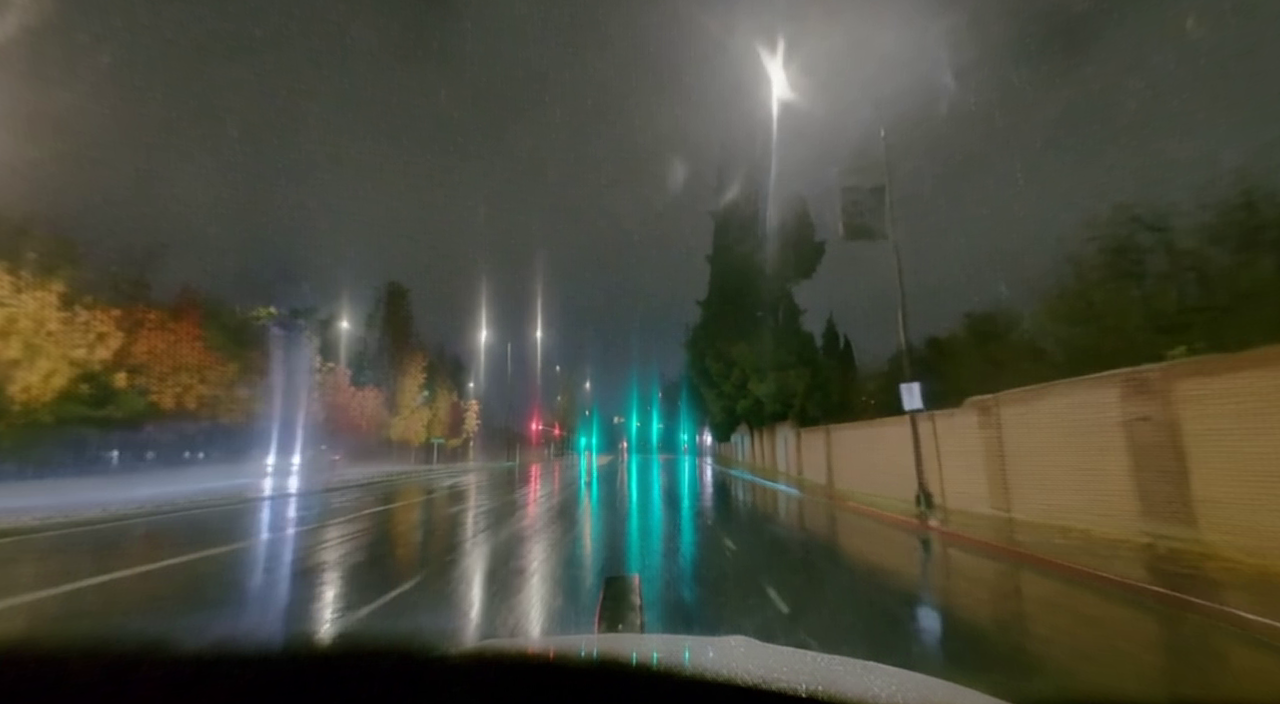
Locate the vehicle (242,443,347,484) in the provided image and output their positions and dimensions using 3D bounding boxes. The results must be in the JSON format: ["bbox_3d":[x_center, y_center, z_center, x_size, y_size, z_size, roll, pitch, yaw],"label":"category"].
[{"bbox_3d":[-14.775,4.767,27.259,1.995,1.630,4.533,0,-8,-1],"label":"vehicle"}]
